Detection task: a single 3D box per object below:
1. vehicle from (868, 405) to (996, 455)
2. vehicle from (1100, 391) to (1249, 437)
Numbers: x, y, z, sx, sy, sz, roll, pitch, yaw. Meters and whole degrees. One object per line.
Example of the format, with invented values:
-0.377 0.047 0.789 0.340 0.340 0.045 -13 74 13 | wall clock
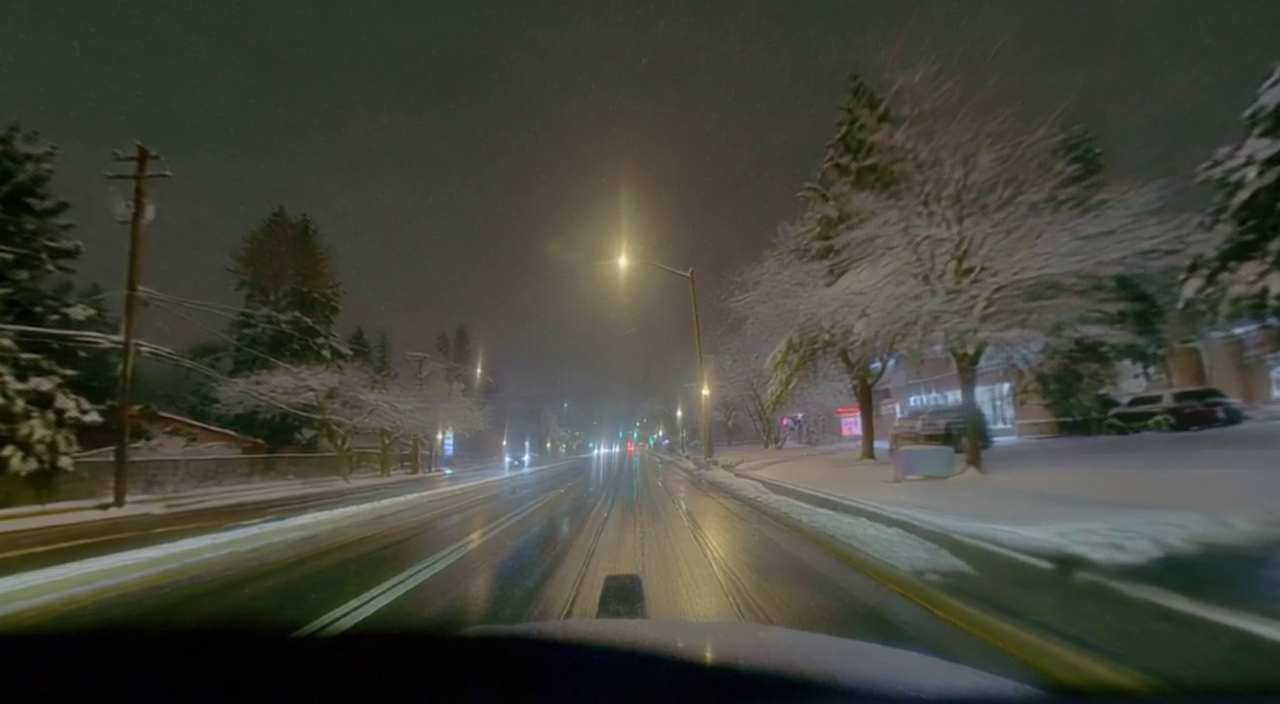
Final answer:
12.616 3.529 27.719 1.939 1.753 4.974 5 -12 -23 | vehicle
23.824 2.836 28.366 1.796 1.664 4.617 1 -10 -32 | vehicle
